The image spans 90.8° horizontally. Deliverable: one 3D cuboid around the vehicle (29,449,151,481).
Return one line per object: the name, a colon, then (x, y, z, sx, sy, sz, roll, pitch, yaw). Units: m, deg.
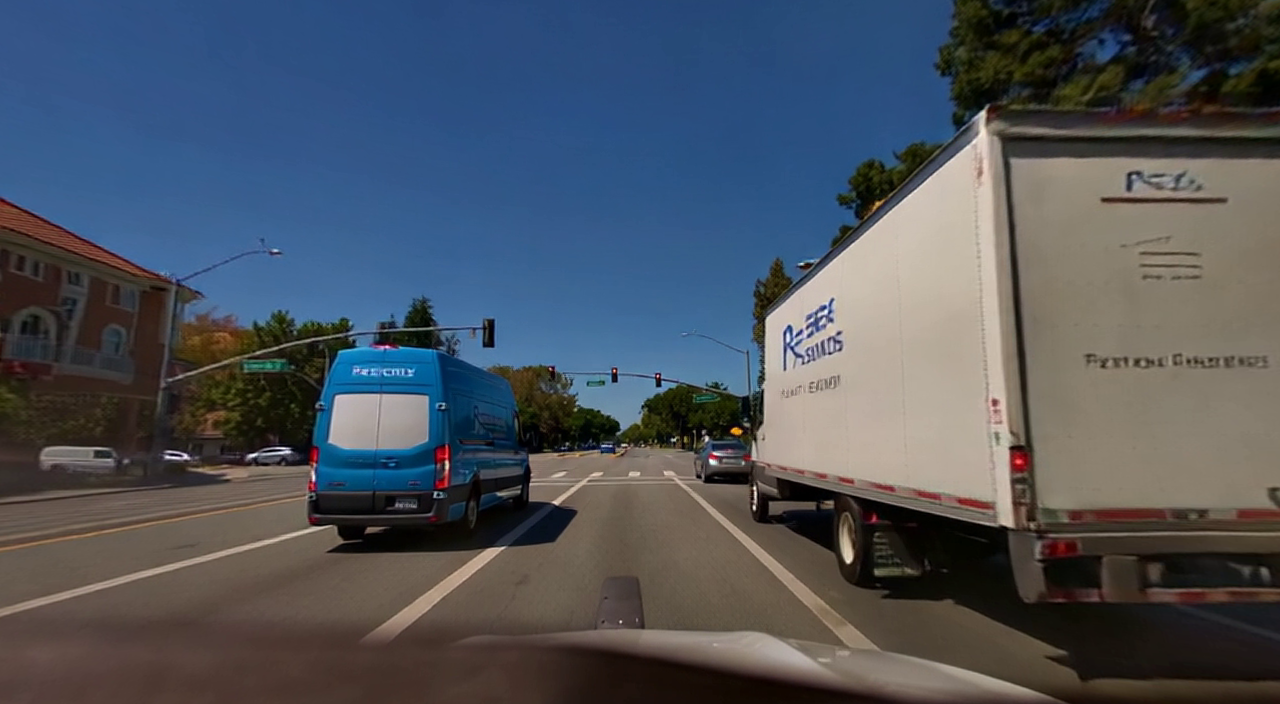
vehicle: (-30.945, 6.334, 35.746, 4.811, 1.675, 1.875, 5, -10, -30)

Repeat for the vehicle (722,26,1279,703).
vehicle: (3.179, 0.735, 8.032, 2.861, 3.525, 9.858, 0, -9, 0)

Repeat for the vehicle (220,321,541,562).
vehicle: (-3.493, 1.514, 10.603, 2.443, 2.784, 6.493, 0, -9, 1)
